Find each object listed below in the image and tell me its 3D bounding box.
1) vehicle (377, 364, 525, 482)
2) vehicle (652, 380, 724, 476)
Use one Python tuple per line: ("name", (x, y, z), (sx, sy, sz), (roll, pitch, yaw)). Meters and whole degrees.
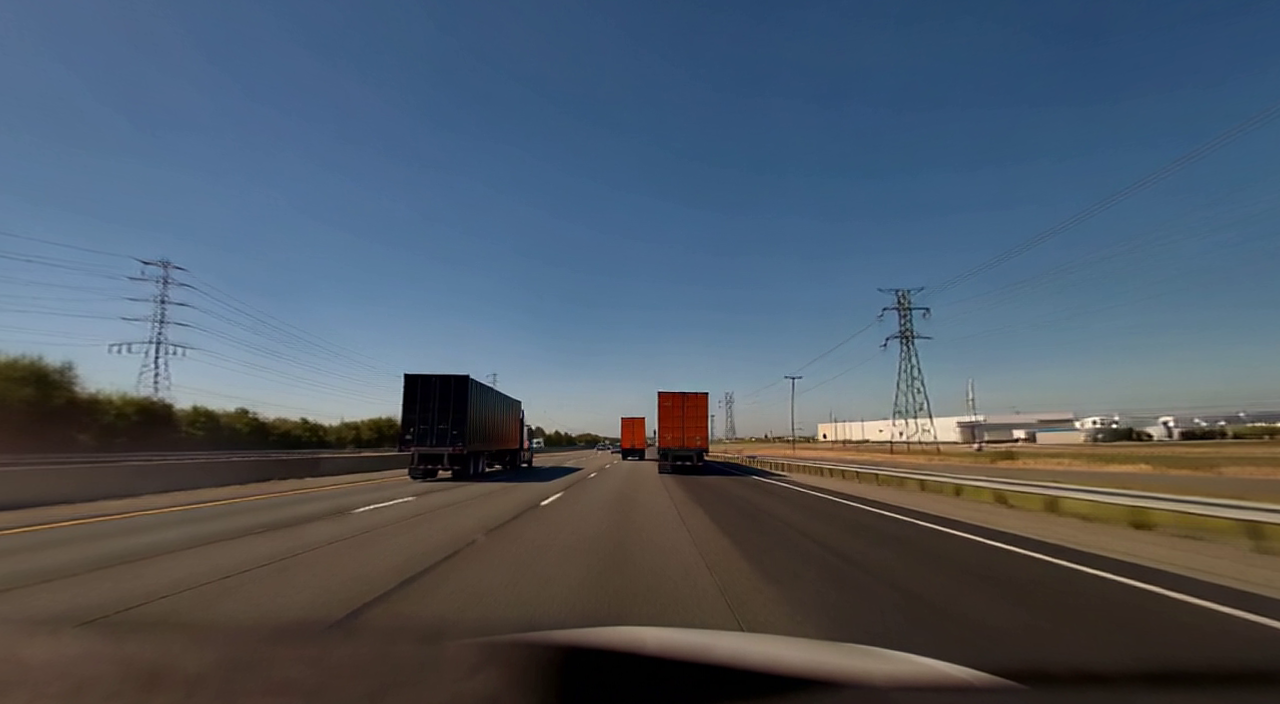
("vehicle", (-7.374, 3.209, 26.967), (2.937, 3.981, 11.119), (0, -8, 0))
("vehicle", (2.041, 3.801, 30.536), (2.858, 3.847, 10.034), (-1, -9, 1))
